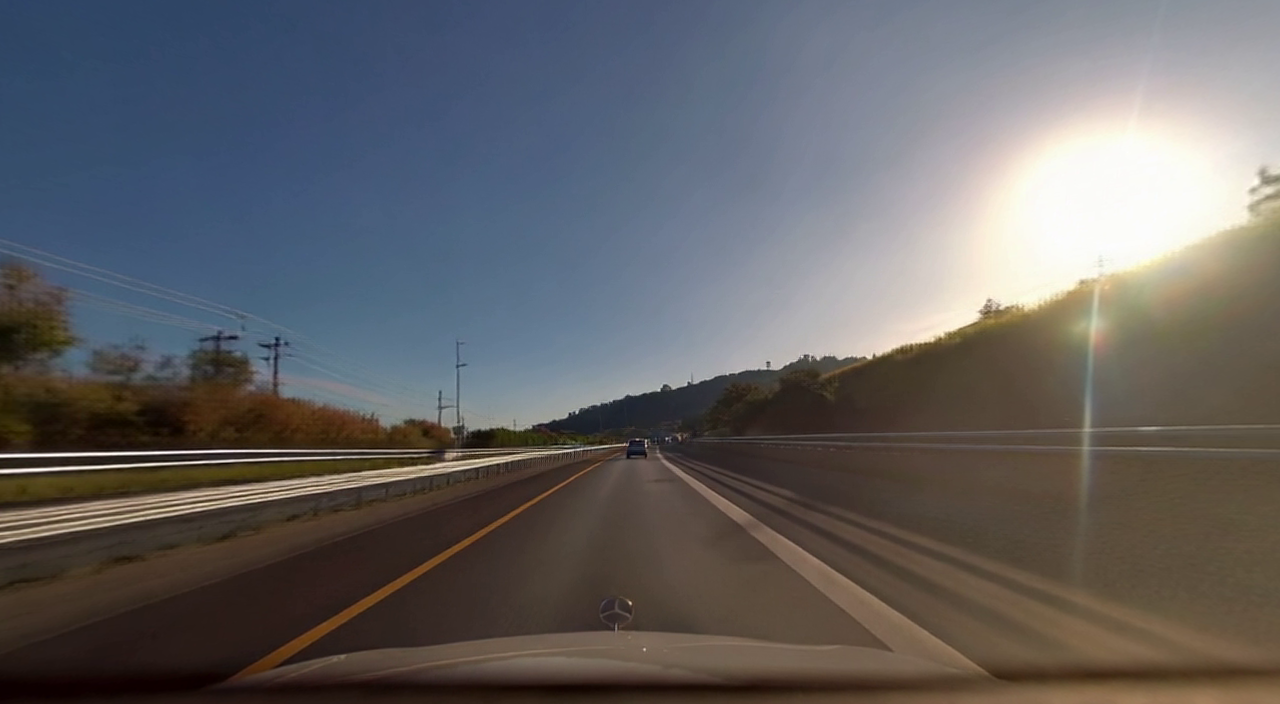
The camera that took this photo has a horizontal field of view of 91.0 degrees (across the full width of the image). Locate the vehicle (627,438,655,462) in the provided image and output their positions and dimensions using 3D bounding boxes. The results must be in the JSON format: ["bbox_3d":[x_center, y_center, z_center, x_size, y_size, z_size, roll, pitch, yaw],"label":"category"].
[{"bbox_3d":[0.038,7.384,47.666,2.059,1.696,4.165,0,-8,-1],"label":"vehicle"}]
